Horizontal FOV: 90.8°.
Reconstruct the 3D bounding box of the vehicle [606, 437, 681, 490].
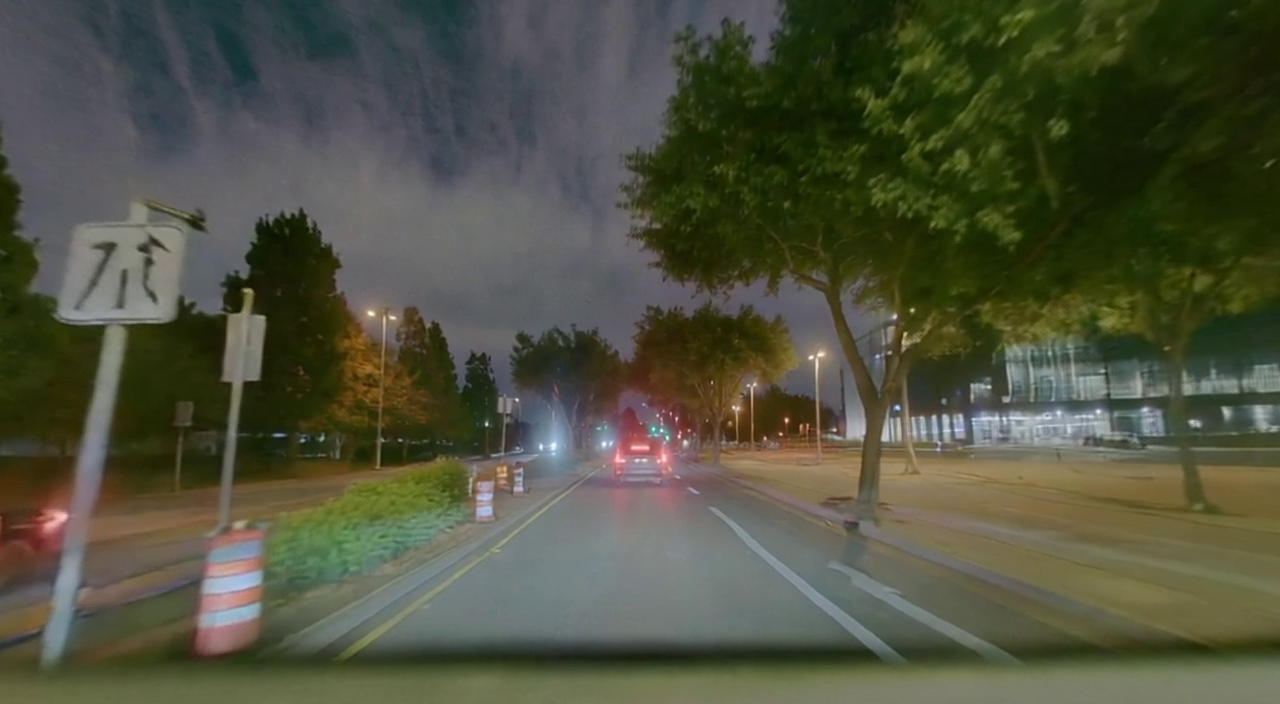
[{"bbox_3d":[0.124,3.514,20.273,2.114,1.493,4.430,0,-9,1],"label":"vehicle"}]
